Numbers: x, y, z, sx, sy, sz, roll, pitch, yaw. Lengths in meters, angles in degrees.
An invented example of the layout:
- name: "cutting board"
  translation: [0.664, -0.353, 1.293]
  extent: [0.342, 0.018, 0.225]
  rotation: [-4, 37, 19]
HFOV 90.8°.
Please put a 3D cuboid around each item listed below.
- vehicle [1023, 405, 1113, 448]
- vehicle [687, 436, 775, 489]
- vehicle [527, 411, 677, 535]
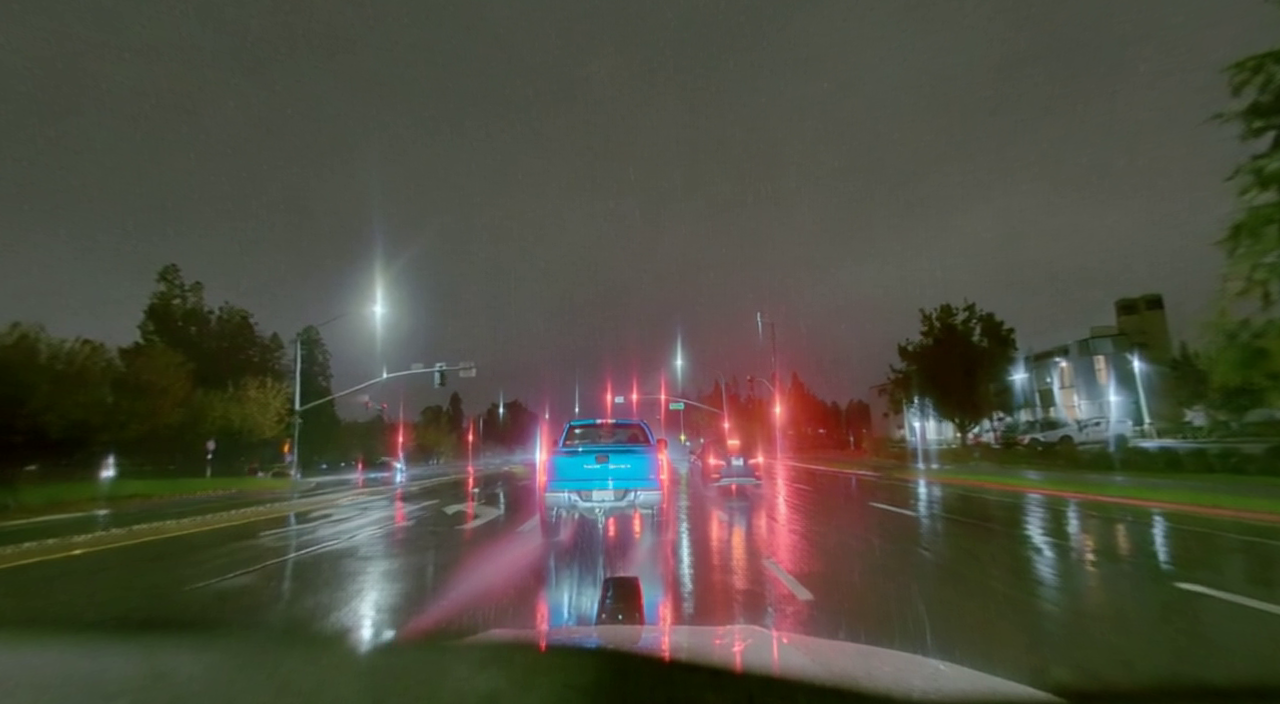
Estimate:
- name: "vehicle"
  translation: [30.286, 5.385, 44.880]
  extent: [2.892, 2.881, 4.178]
  rotation: [2, -9, -16]
- name: "vehicle"
  translation: [2.788, 3.501, 20.351]
  extent: [2.073, 1.484, 4.437]
  rotation: [0, -8, -1]
- name: "vehicle"
  translation: [-0.553, 2.087, 11.482]
  extent: [2.145, 1.762, 4.731]
  rotation: [0, -8, 0]
